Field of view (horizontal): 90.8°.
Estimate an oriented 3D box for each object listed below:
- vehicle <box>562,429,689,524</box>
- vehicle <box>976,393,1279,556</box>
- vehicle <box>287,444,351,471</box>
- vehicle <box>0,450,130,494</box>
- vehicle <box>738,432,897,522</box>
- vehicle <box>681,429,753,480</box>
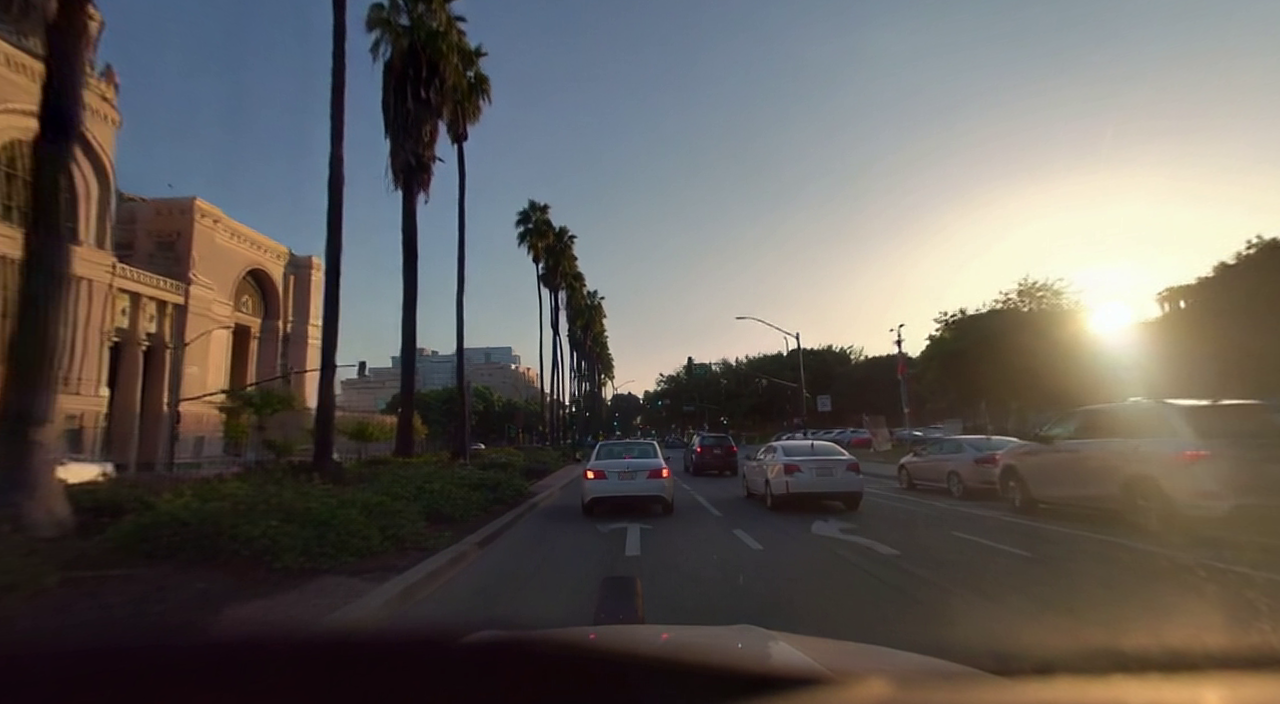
[{"bbox_3d":[-0.257,2.305,12.190,2.050,1.521,3.747,0,-8,-1],"label":"vehicle"},{"bbox_3d":[8.023,1.762,10.180,2.200,1.933,5.123,0,-7,-2],"label":"vehicle"},{"bbox_3d":[-21.379,7.055,42.318,1.958,1.675,4.389,0,-8,0],"label":"vehicle"},{"bbox_3d":[-24.429,5.017,26.797,1.870,1.636,4.375,0,-8,0],"label":"vehicle"},{"bbox_3d":[3.248,2.374,12.546,1.833,1.465,4.258,0,-8,-1],"label":"vehicle"},{"bbox_3d":[3.137,4.429,27.640,2.127,1.854,7.971,0,-8,0],"label":"vehicle"}]
